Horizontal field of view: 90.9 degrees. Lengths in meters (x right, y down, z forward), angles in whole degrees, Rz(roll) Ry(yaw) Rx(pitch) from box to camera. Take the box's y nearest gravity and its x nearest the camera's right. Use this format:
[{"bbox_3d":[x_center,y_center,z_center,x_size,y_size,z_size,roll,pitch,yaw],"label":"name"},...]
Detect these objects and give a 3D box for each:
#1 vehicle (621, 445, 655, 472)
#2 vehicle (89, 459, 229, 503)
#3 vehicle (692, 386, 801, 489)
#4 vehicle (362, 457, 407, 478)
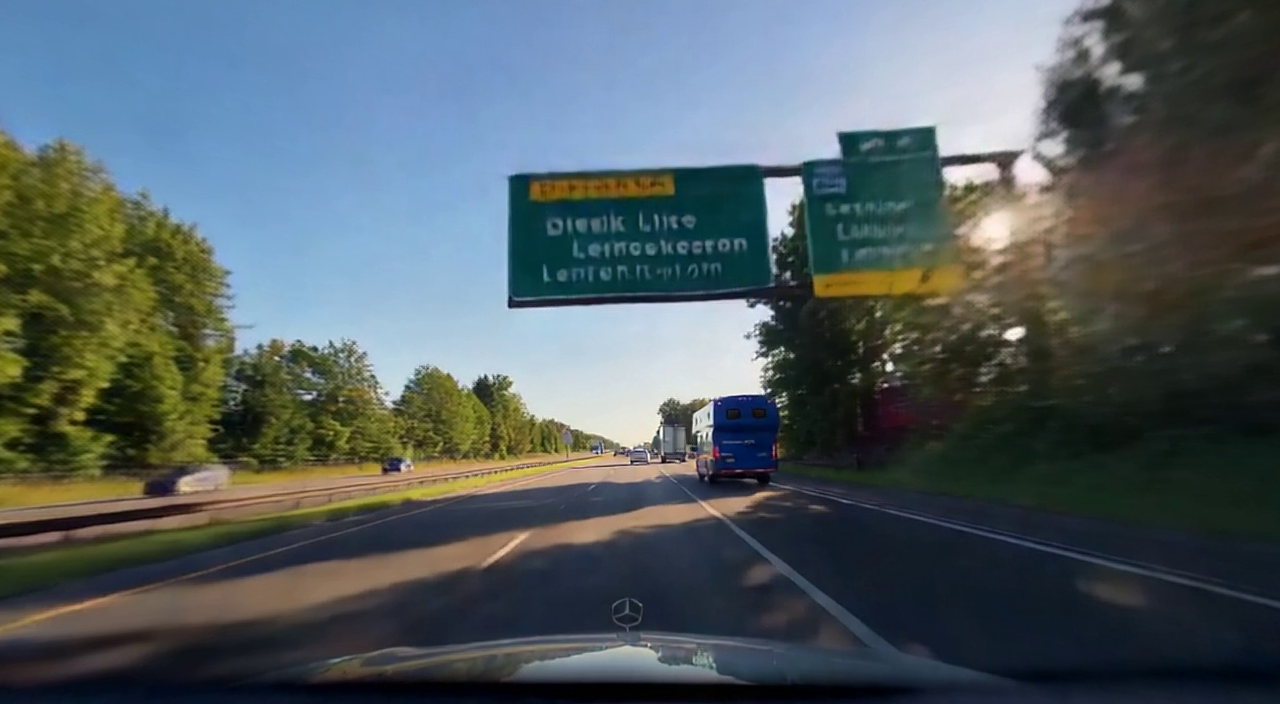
[{"bbox_3d":[-0.115,7.108,42.119,2.151,1.678,3.923,0,-9,1],"label":"vehicle"},{"bbox_3d":[-19.354,5.191,25.709,1.951,1.532,4.727,0,-9,0],"label":"vehicle"},{"bbox_3d":[4.012,3.628,26.128,2.931,3.530,8.760,0,-9,0],"label":"vehicle"},{"bbox_3d":[-19.221,8.700,47.634,1.732,1.489,3.852,0,-9,1],"label":"vehicle"}]
